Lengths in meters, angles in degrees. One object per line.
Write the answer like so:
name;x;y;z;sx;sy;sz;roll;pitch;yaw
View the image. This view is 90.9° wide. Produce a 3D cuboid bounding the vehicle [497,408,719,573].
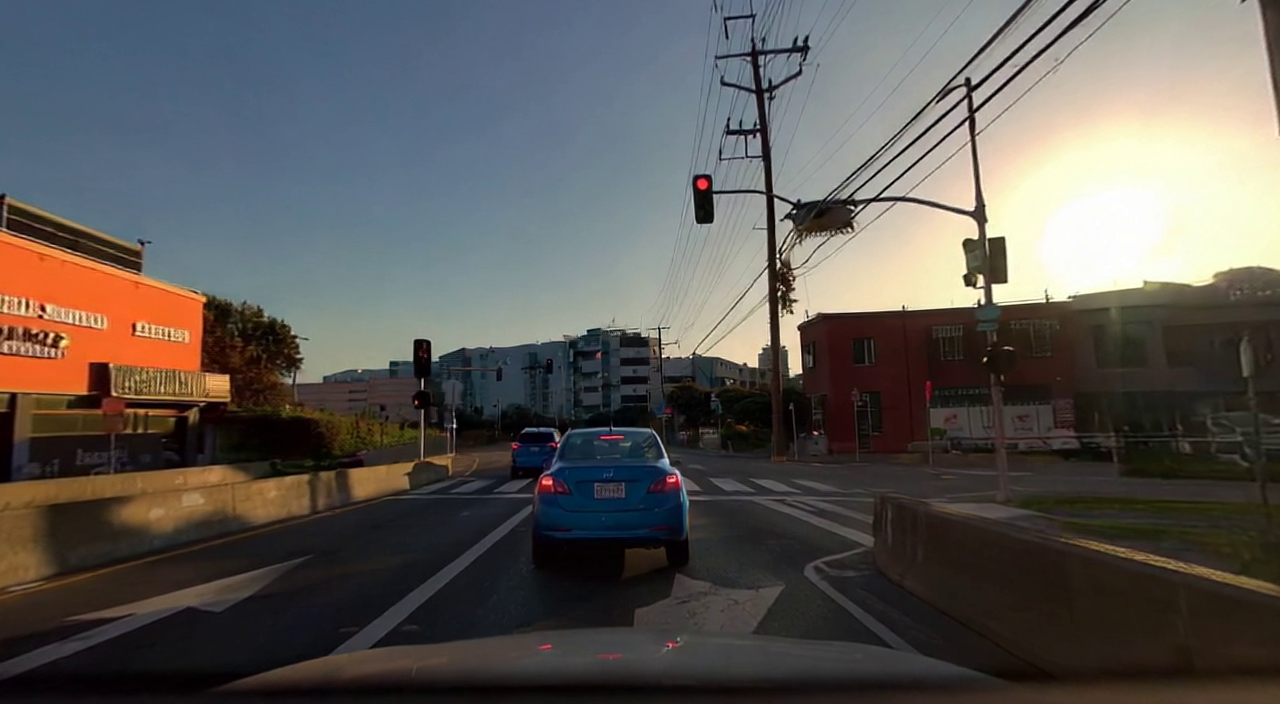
vehicle;-0.302;1.583;7.940;2.123;1.566;3.662;0;-8;0
